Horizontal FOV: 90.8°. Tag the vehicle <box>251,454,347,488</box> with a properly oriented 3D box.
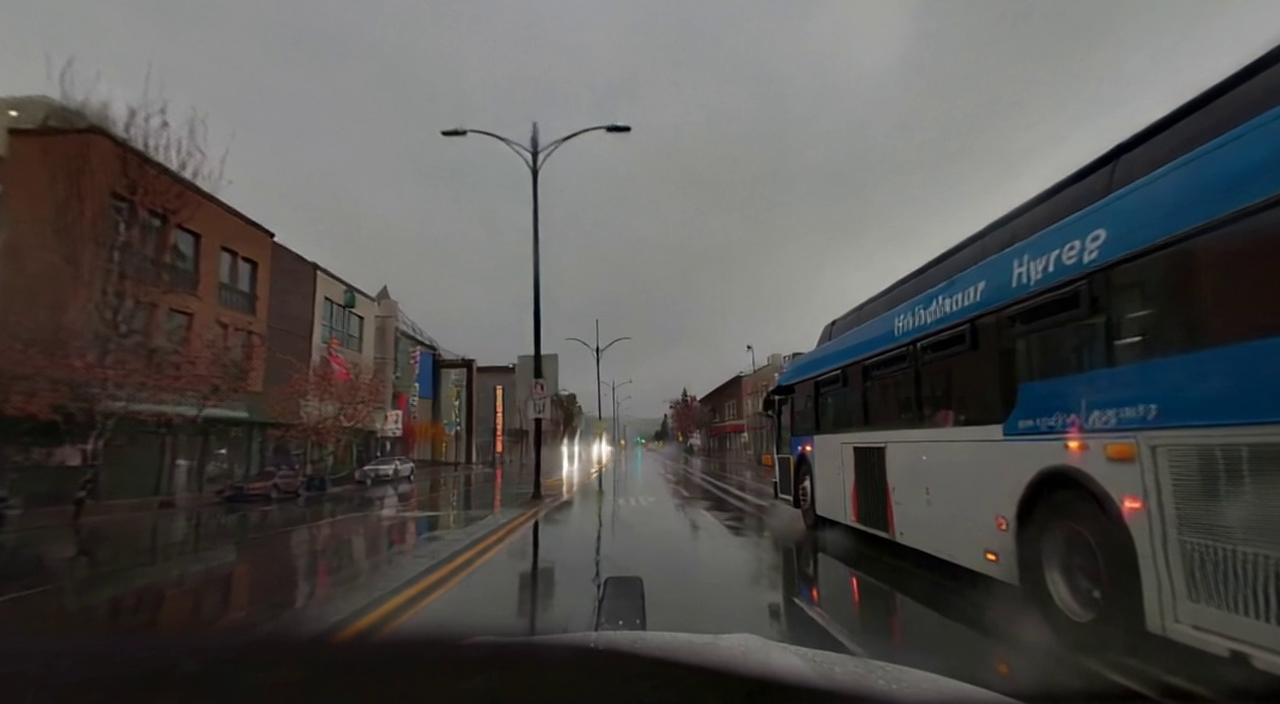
[{"bbox_3d":[-19.456,6.791,36.182,4.325,1.777,1.948,0,-8,-1],"label":"vehicle"}]

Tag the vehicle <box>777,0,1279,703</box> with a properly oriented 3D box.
[{"bbox_3d":[4.285,0.396,5.109,3.194,3.345,12.428,-1,-8,-2],"label":"vehicle"}]

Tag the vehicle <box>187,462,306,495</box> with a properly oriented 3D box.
[{"bbox_3d":[-19.172,6.180,30.914,4.522,1.469,1.840,0,-8,-3],"label":"vehicle"}]
